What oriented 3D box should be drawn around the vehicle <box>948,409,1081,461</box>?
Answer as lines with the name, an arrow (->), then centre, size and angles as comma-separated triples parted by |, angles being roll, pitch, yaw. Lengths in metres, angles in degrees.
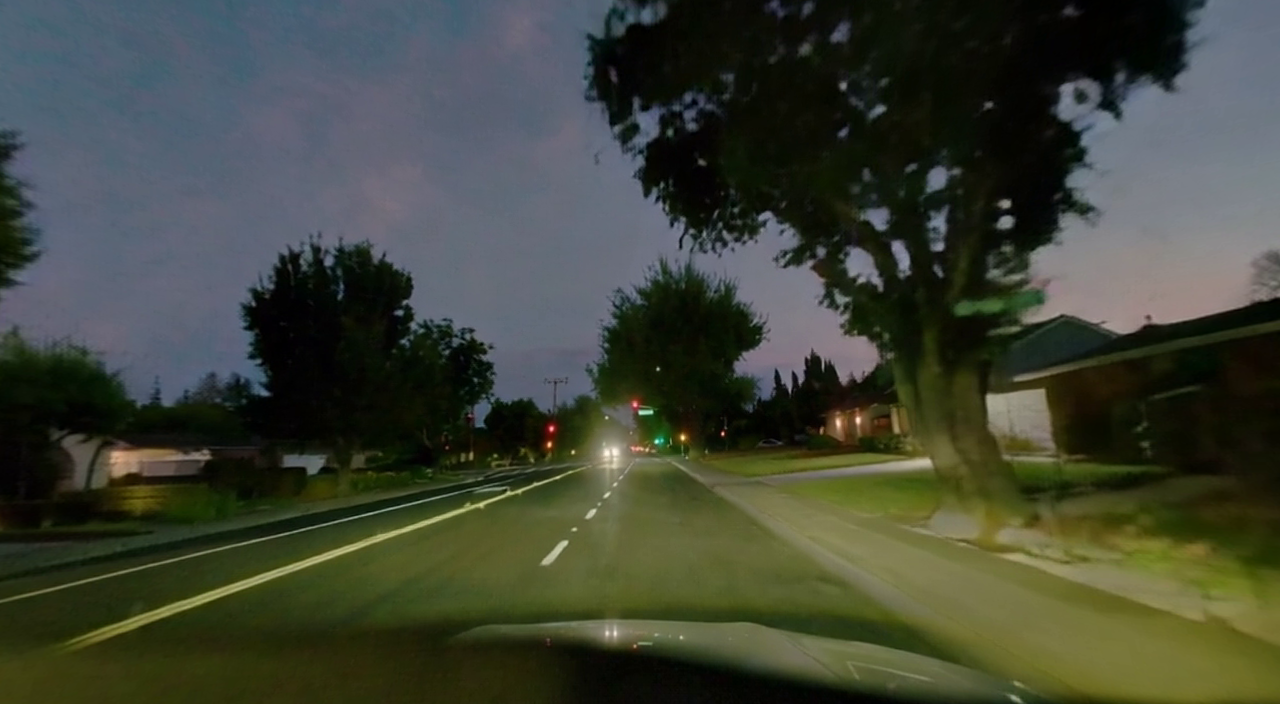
vehicle -> 14.417, 3.215, 24.314 | 3.917, 1.454, 1.725 | -7, -8, 0
